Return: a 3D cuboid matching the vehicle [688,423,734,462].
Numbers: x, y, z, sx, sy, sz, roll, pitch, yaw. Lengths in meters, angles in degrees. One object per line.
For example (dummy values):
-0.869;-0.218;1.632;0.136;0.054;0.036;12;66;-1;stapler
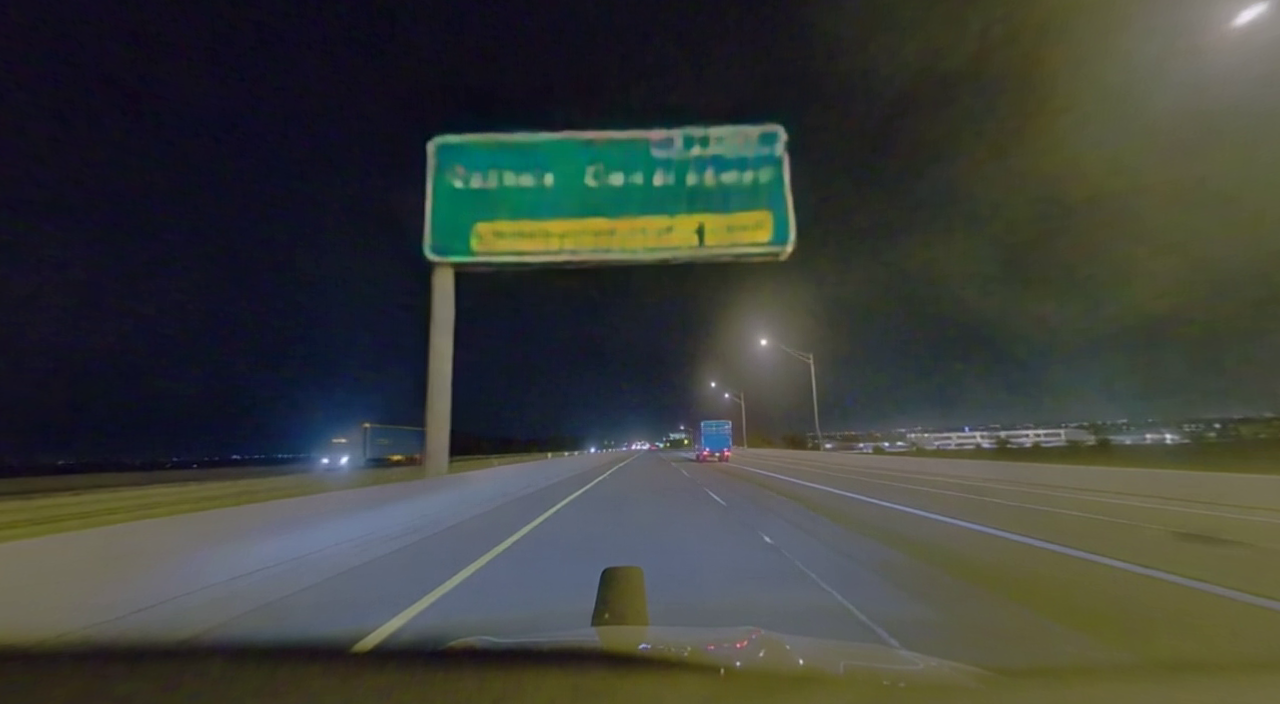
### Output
4.788;6.227;43.373;2.430;2.495;6.062;0;-8;0;vehicle
